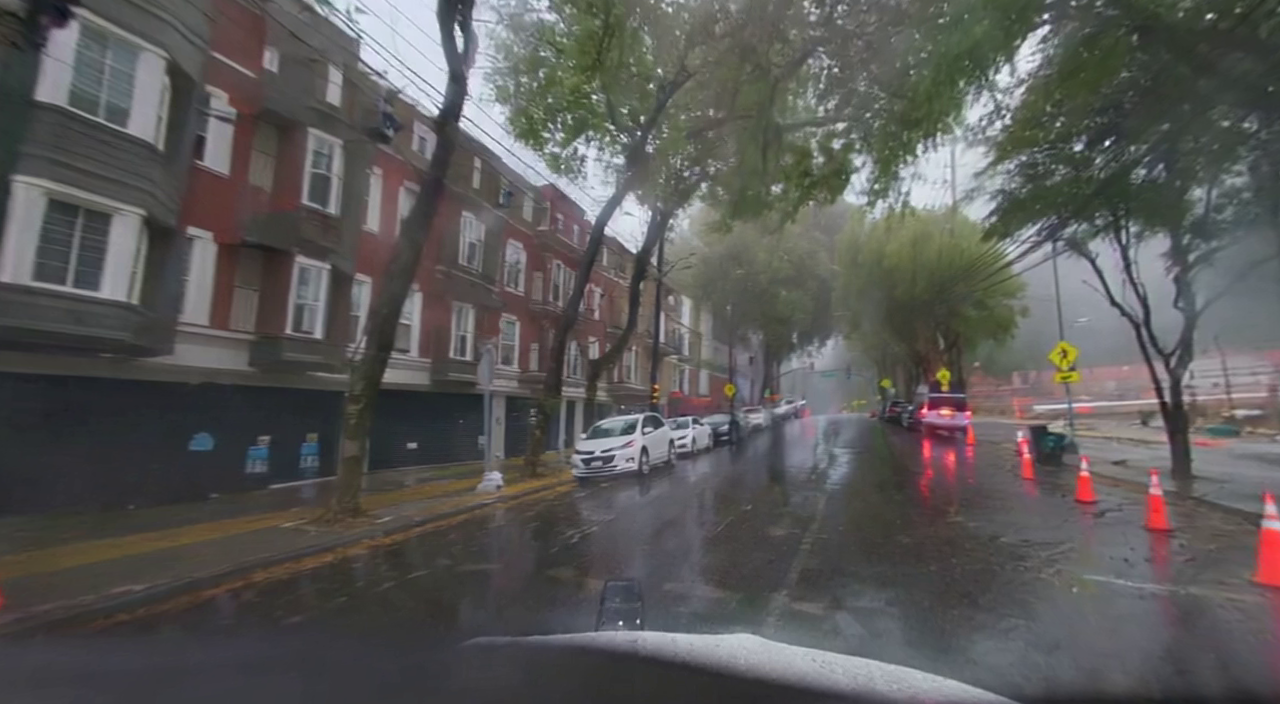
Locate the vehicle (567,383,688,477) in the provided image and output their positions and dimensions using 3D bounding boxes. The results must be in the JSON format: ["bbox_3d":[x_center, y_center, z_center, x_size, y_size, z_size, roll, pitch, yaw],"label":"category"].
[{"bbox_3d":[-0.201,2.140,16.911,1.894,2.186,3.901,-4,-9,20],"label":"vehicle"}]

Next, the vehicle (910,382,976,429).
[{"bbox_3d":[13.410,2.457,28.205,1.994,1.857,4.393,-1,-8,17],"label":"vehicle"}]

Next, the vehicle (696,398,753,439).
[{"bbox_3d":[3.967,3.131,29.024,1.996,1.695,4.127,-3,-9,15],"label":"vehicle"}]
